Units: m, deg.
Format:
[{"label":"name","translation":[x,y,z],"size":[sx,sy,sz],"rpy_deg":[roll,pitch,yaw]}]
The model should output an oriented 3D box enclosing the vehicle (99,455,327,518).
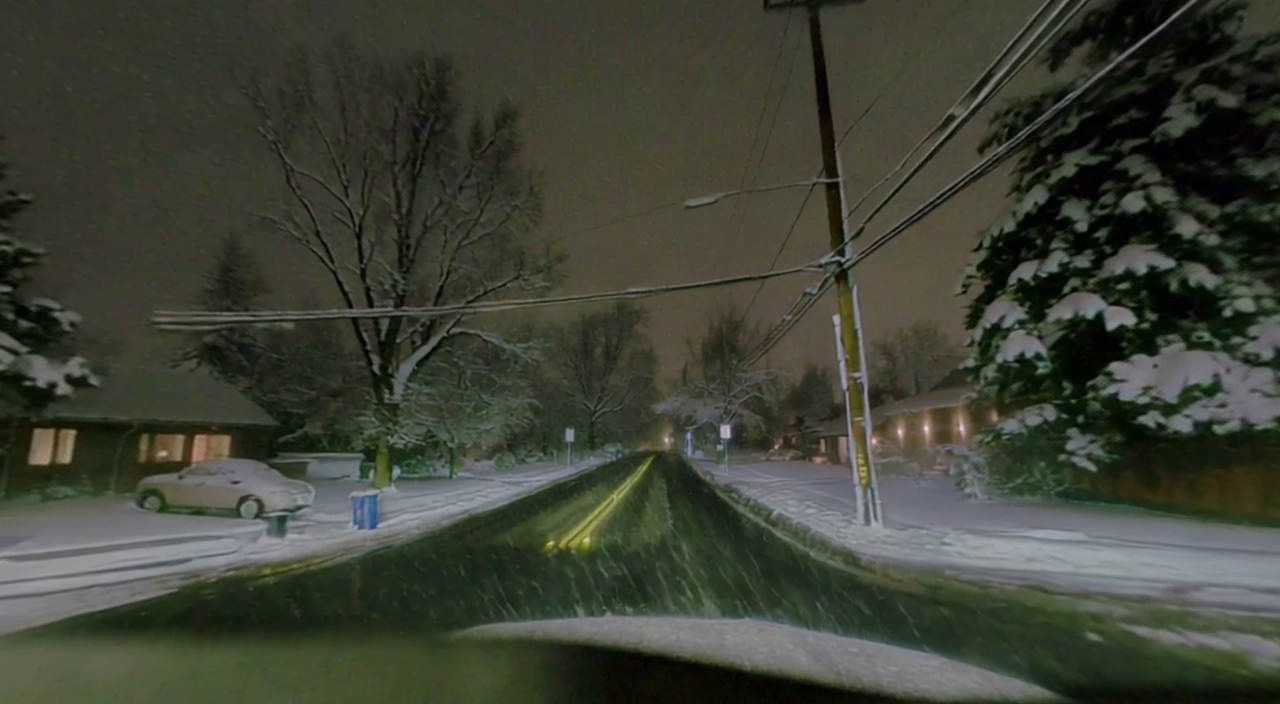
[{"label":"vehicle","translation":[-11.113,3.483,16.628],"size":[4.659,1.464,1.930],"rpy_deg":[0,-8,4]}]
